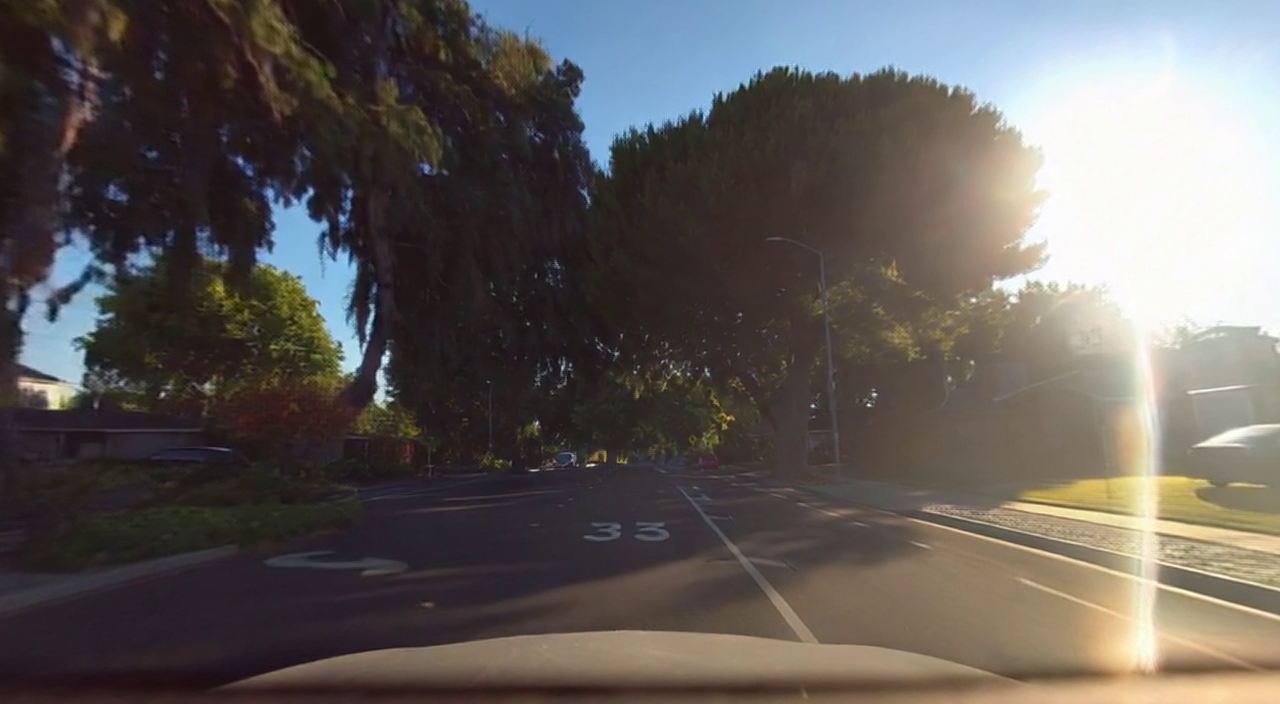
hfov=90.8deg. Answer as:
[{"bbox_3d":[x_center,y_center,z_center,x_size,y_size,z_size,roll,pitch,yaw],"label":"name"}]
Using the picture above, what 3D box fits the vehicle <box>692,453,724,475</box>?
[{"bbox_3d":[5.193,8.622,48.840,1.904,1.475,4.386,0,-8,-1],"label":"vehicle"}]
